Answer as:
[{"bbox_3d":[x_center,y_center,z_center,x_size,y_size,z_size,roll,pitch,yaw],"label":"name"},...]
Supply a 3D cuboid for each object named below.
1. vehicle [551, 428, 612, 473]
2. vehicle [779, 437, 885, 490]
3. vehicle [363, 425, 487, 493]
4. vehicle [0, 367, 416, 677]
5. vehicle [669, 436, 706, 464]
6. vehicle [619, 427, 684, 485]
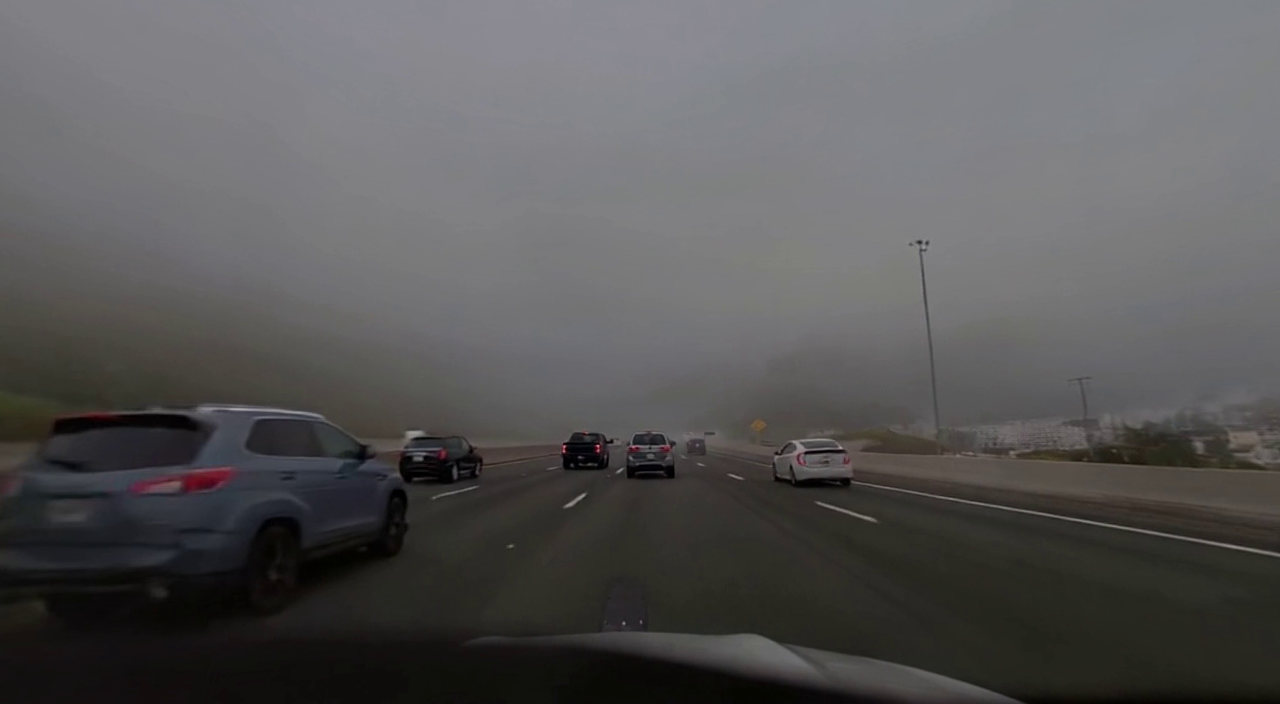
[{"bbox_3d":[-2.731,4.811,30.968,2.316,1.999,5.765,0,-8,1],"label":"vehicle"},{"bbox_3d":[5.950,3.497,20.163,1.998,1.456,4.338,0,-8,0],"label":"vehicle"},{"bbox_3d":[-6.364,3.218,19.345,2.036,1.813,4.564,-1,-8,2],"label":"vehicle"},{"bbox_3d":[-4.190,1.347,6.234,2.160,1.799,5.001,0,-8,-1],"label":"vehicle"},{"bbox_3d":[3.093,6.483,41.874,2.067,1.775,4.372,0,-8,-1],"label":"vehicle"},{"bbox_3d":[0.419,3.594,22.082,2.052,1.808,3.898,-1,-8,2],"label":"vehicle"}]
